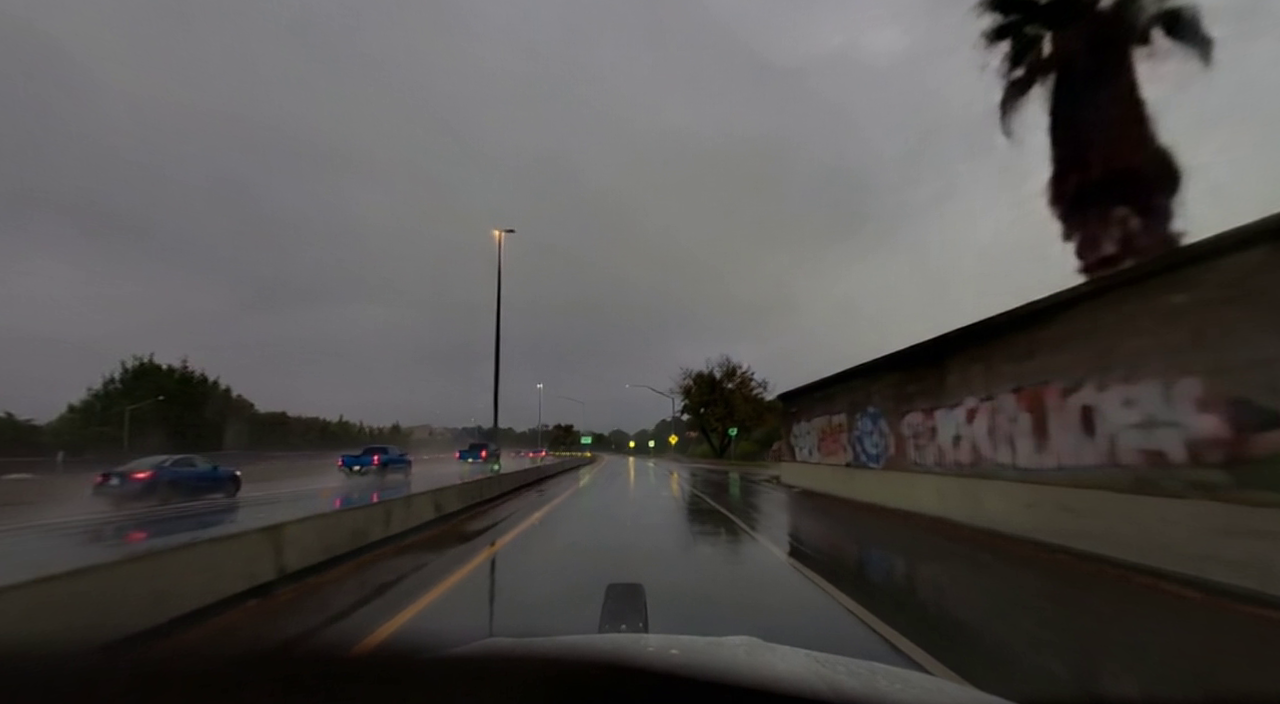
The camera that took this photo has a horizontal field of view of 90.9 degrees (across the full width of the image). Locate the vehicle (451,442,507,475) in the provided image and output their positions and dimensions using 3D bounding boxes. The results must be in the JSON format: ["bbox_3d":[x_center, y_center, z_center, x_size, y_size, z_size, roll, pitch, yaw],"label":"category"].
[{"bbox_3d":[-10.553,7.003,41.849,2.342,1.999,5.594,0,-9,-1],"label":"vehicle"}]

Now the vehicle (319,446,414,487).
[{"bbox_3d":[-14.009,5.872,32.851,2.272,1.882,5.941,-1,-9,0],"label":"vehicle"}]

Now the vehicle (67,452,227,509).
[{"bbox_3d":[-17.978,4.659,23.377,2.078,1.802,4.723,-1,-9,0],"label":"vehicle"}]
